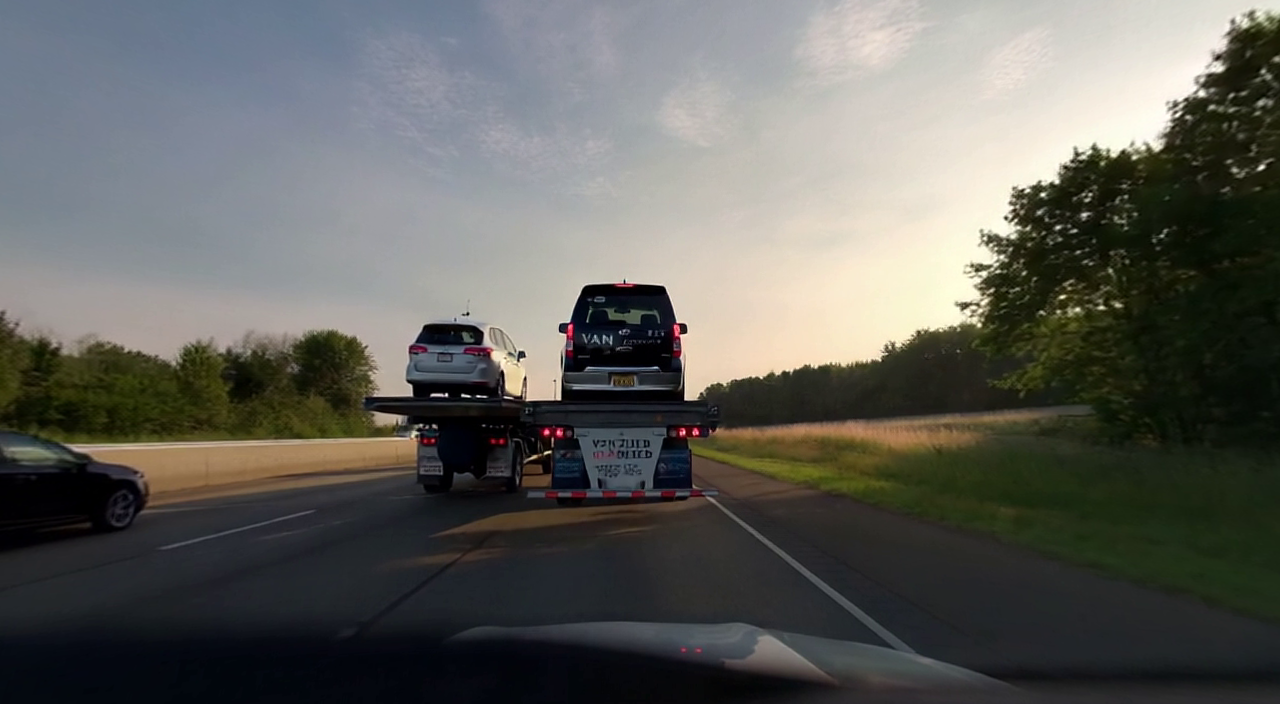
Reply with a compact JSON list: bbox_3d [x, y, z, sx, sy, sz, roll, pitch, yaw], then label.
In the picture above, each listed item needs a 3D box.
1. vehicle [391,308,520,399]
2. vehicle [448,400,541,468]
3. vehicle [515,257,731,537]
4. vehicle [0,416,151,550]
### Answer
[{"bbox_3d":[-4.555,0.202,16.417,2.118,1.799,4.591,0,-7,-2],"label":"vehicle"},{"bbox_3d":[-4.581,2.685,20.581,2.258,1.970,4.402,0,-8,-4],"label":"vehicle"},{"bbox_3d":[-0.410,1.135,12.791,2.738,3.628,9.223,0,-7,-2],"label":"vehicle"},{"bbox_3d":[-8.292,1.478,7.029,1.897,1.524,4.790,0,-7,-1],"label":"vehicle"}]
